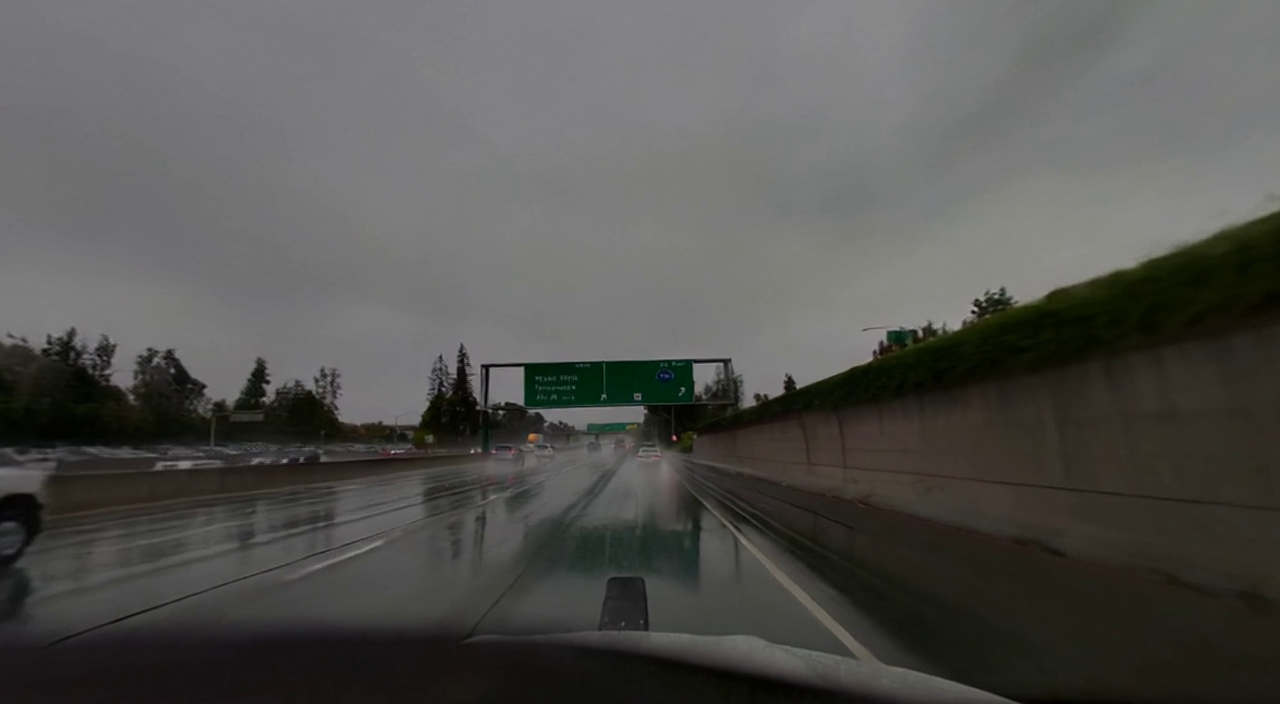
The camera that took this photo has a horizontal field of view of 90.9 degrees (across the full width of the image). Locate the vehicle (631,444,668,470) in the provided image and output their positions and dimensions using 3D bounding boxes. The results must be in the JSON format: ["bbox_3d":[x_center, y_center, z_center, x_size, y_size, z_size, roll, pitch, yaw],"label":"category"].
[{"bbox_3d":[0.561,6.479,39.064,2.137,1.461,3.999,-1,-8,0],"label":"vehicle"}]

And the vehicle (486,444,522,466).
[{"bbox_3d":[-10.335,7.829,48.182,1.954,1.605,4.023,0,-8,-1],"label":"vehicle"}]
